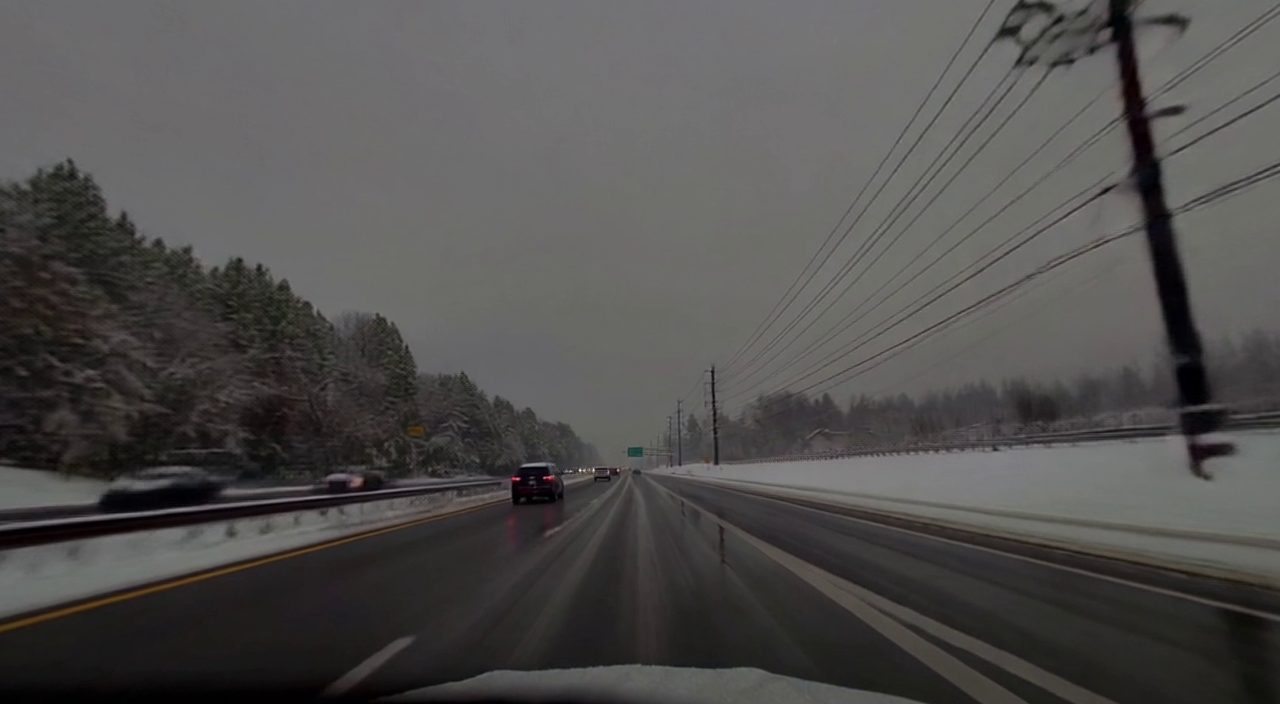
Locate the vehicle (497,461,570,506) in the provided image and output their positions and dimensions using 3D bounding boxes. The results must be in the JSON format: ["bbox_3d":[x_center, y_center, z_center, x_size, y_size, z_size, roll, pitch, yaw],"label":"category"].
[{"bbox_3d":[-3.903,4.908,23.795,1.963,1.501,4.227,1,-11,0],"label":"vehicle"}]

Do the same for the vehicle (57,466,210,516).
[{"bbox_3d":[-16.542,4.533,20.874,1.827,1.434,3.798,1,-11,0],"label":"vehicle"}]

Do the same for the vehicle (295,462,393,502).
[{"bbox_3d":[-12.563,5.537,27.106,1.897,1.501,4.620,1,-11,0],"label":"vehicle"}]
